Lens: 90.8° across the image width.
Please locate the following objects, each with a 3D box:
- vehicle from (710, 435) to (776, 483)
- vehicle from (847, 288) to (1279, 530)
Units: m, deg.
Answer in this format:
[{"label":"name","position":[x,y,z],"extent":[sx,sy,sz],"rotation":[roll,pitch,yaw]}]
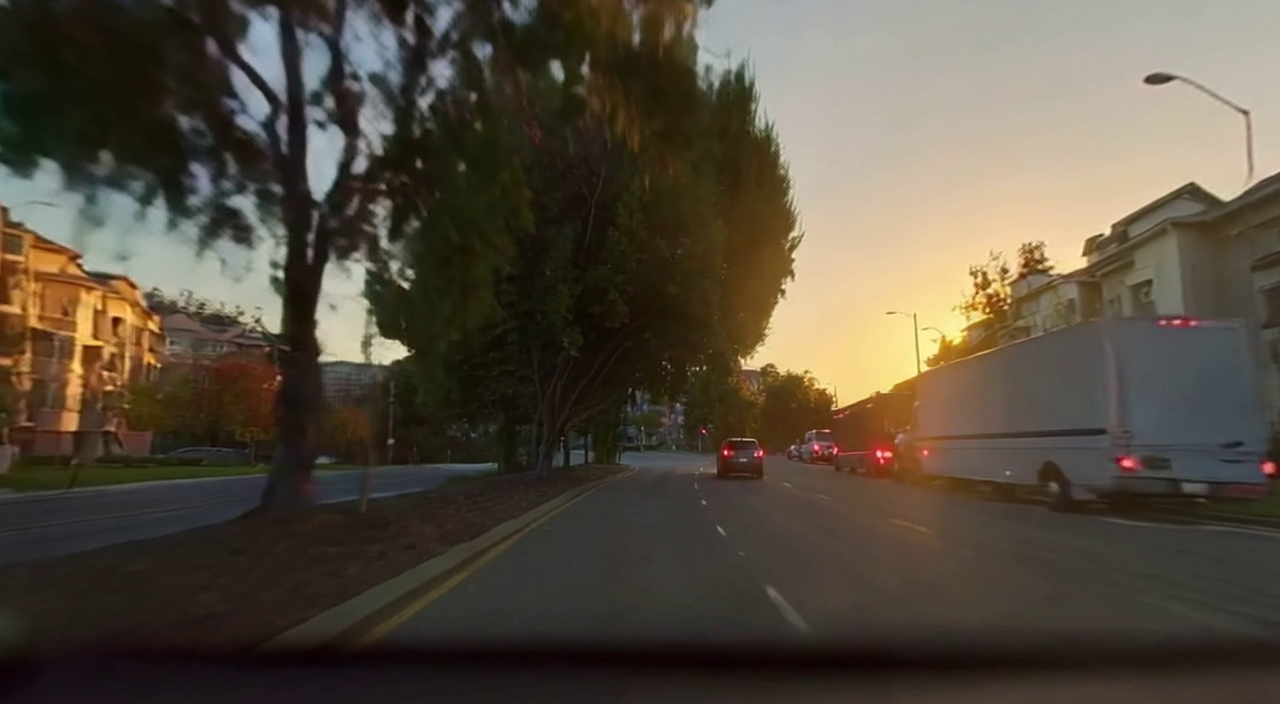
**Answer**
[{"label":"vehicle","position":[4.211,4.429,26.575],"extent":[2.215,1.812,4.569],"rotation":[0,-8,3]},{"label":"vehicle","position":[10.608,2.275,20.037],"extent":[2.887,4.158,18.418],"rotation":[-1,-8,3]}]
